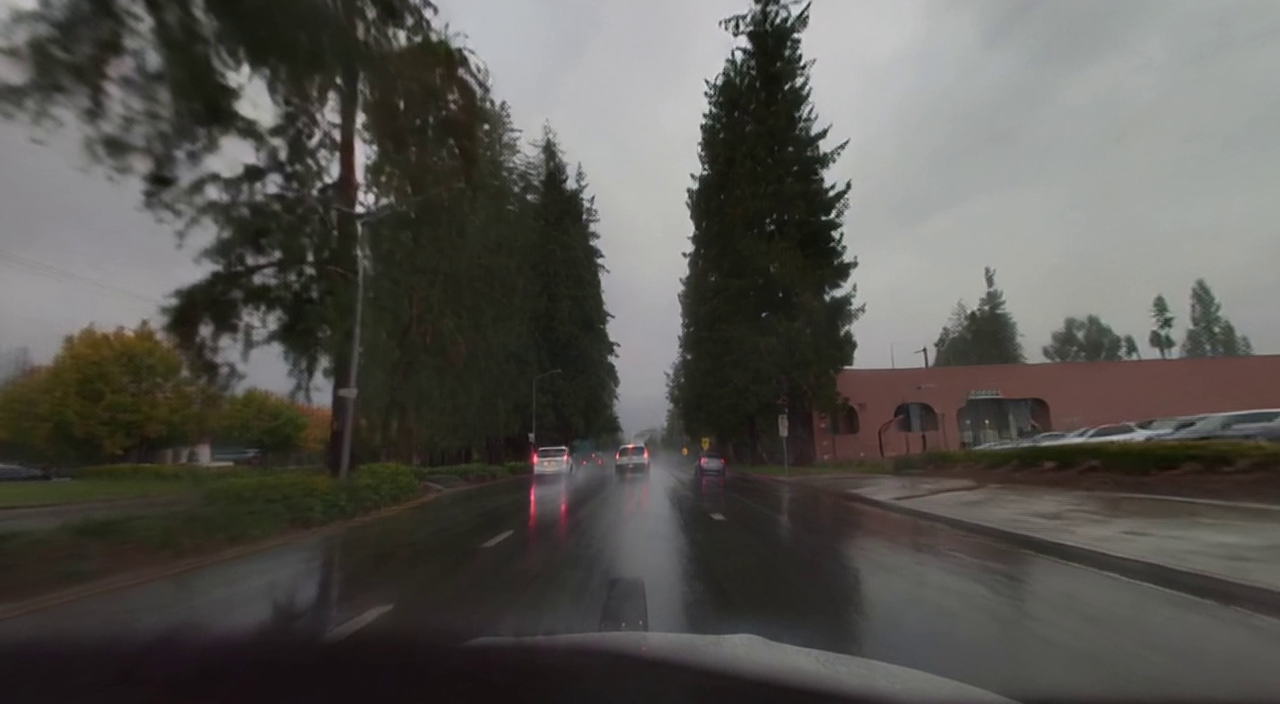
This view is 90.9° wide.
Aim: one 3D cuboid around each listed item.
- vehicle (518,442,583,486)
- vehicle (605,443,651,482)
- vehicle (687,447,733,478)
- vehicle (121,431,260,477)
[{"bbox_3d":[-3.731,4.761,27.108,2.047,1.710,4.314,0,-8,2],"label":"vehicle"},{"bbox_3d":[-0.503,5.167,29.850,2.022,1.700,4.084,0,-8,1],"label":"vehicle"},{"bbox_3d":[3.630,5.795,33.368,1.847,1.554,4.052,0,-8,-1],"label":"vehicle"},{"bbox_3d":[-32.341,7.492,46.085,2.768,3.022,9.215,-1,-10,4],"label":"vehicle"}]
